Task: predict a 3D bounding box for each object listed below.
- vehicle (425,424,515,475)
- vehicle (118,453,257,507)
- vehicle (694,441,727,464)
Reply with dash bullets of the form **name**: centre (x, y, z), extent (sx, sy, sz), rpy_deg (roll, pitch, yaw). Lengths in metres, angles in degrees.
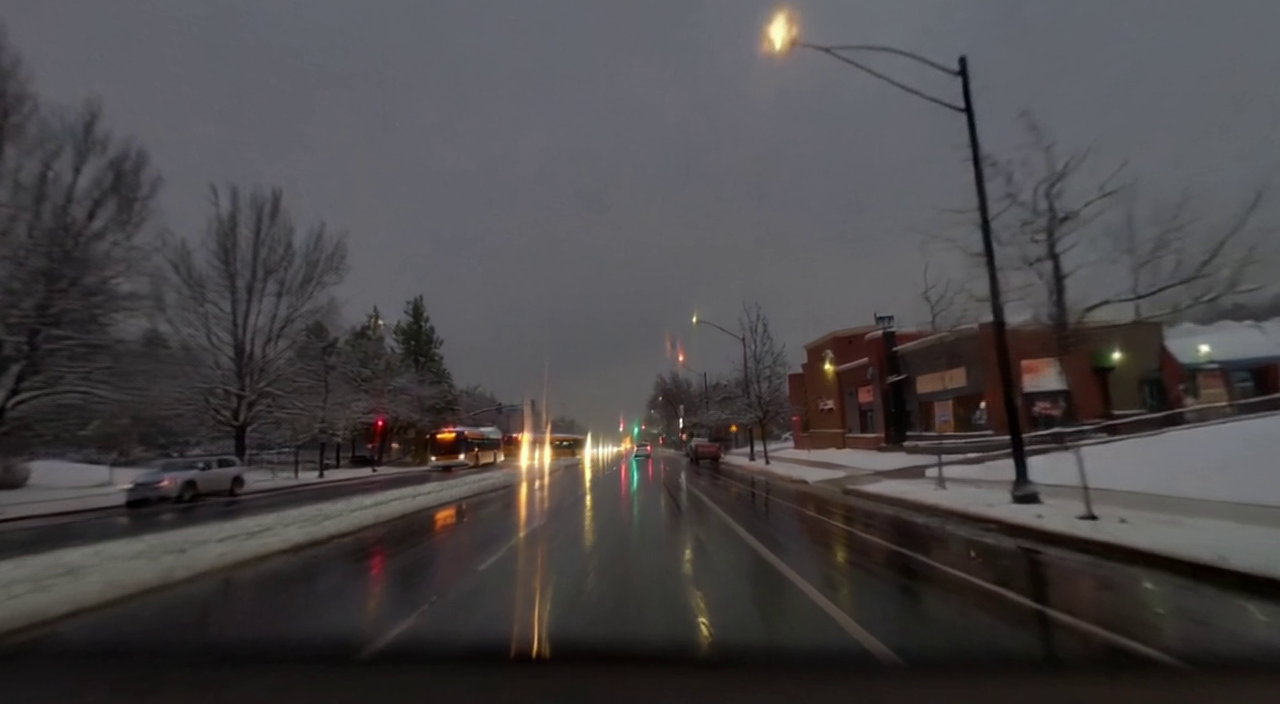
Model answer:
- **vehicle**: centre (-12.556, 7.428, 48.202), extent (3.356, 3.365, 12.460), rpy_deg (0, -9, 0)
- **vehicle**: centre (-17.387, 4.887, 24.566), extent (1.896, 1.844, 4.620), rpy_deg (0, -9, 1)
- **vehicle**: centre (5.286, 7.626, 47.805), extent (2.014, 1.681, 4.332), rpy_deg (0, -9, 0)
